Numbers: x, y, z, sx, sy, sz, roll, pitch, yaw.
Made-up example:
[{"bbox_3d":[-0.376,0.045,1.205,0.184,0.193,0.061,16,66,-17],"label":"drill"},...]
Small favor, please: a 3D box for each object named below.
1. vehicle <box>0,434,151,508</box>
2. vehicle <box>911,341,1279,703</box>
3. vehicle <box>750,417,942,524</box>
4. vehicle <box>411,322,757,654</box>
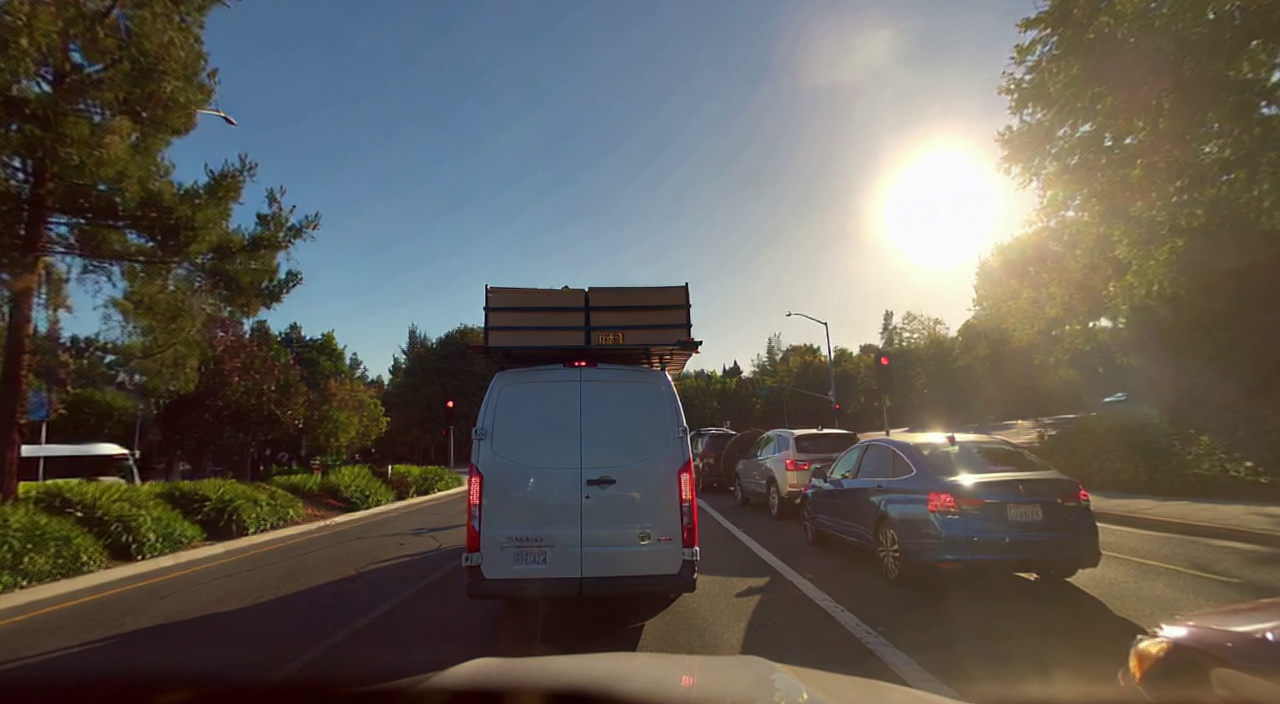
[{"bbox_3d":[-29.212,5.346,28.161,11.969,3.012,2.786,-1,-8,-4],"label":"vehicle"},{"bbox_3d":[3.451,0.938,3.397,1.965,1.671,4.146,0,-9,-3],"label":"vehicle"},{"bbox_3d":[3.677,2.212,12.266,2.024,1.692,4.252,1,-9,-4],"label":"vehicle"},{"bbox_3d":[-0.358,1.154,6.194,2.145,2.089,4.309,0,-9,0],"label":"vehicle"}]
